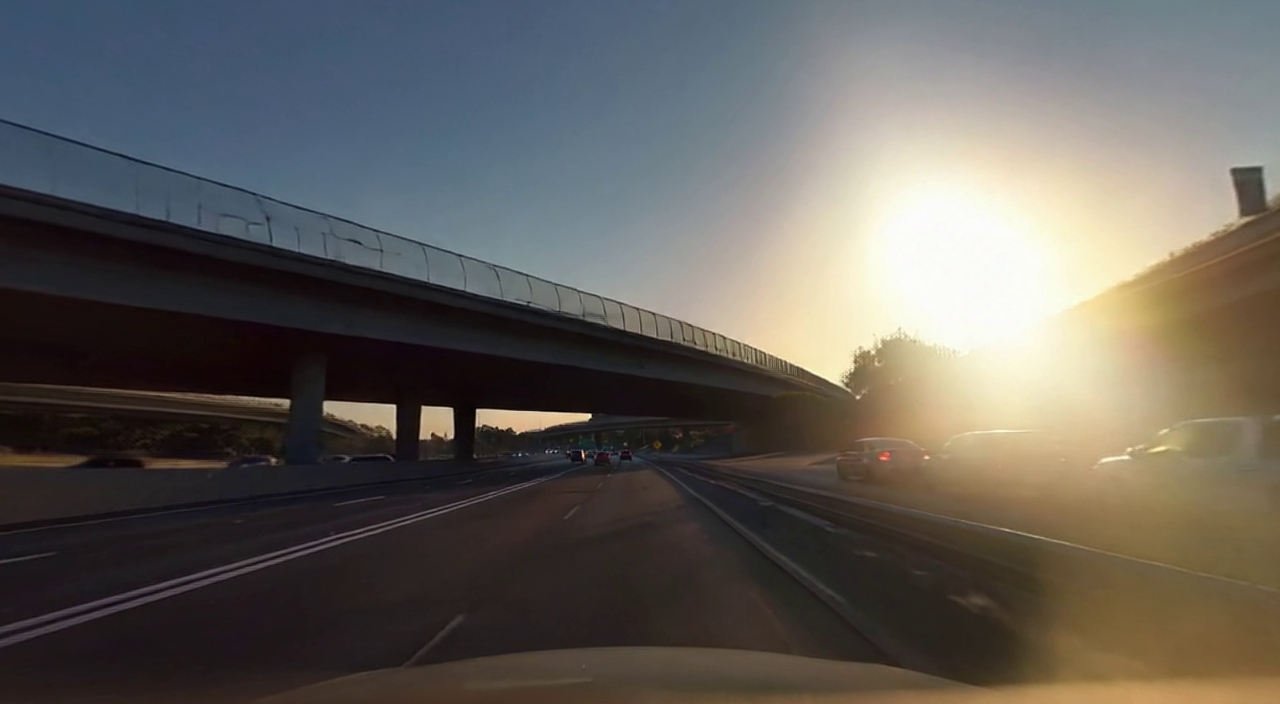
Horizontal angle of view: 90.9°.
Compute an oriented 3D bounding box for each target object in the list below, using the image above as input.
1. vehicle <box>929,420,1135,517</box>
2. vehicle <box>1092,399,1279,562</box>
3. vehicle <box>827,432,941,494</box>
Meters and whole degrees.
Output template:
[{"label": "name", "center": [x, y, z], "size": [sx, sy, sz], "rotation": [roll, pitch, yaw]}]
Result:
[{"label": "vehicle", "center": [16.208, 4.889, 27.278], "size": [2.887, 3.412, 9.164], "rotation": [0, -9, -1]}, {"label": "vehicle", "center": [16.185, 3.154, 15.703], "size": [2.704, 3.716, 9.364], "rotation": [0, -9, -1]}, {"label": "vehicle", "center": [14.927, 6.892, 39.718], "size": [3.233, 3.414, 9.483], "rotation": [0, -9, -1]}]
